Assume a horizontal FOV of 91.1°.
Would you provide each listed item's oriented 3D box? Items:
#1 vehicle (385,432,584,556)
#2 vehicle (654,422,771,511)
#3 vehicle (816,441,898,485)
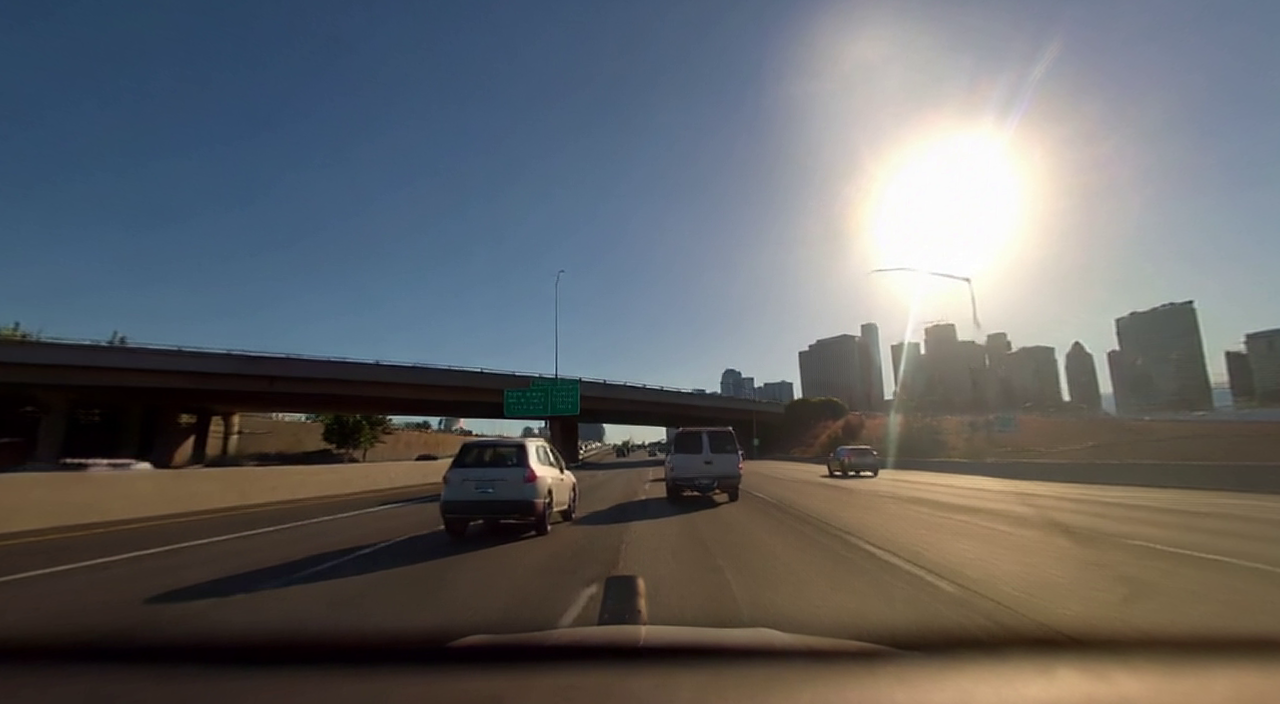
[{"bbox_3d":[-2.274,2.221,10.537,2.099,1.640,4.134,-1,-9,3],"label":"vehicle"},{"bbox_3d":[1.772,3.130,17.728,2.732,2.065,5.826,-1,-9,1],"label":"vehicle"},{"bbox_3d":[9.593,4.933,28.205,2.133,1.770,4.537,0,-9,1],"label":"vehicle"}]
